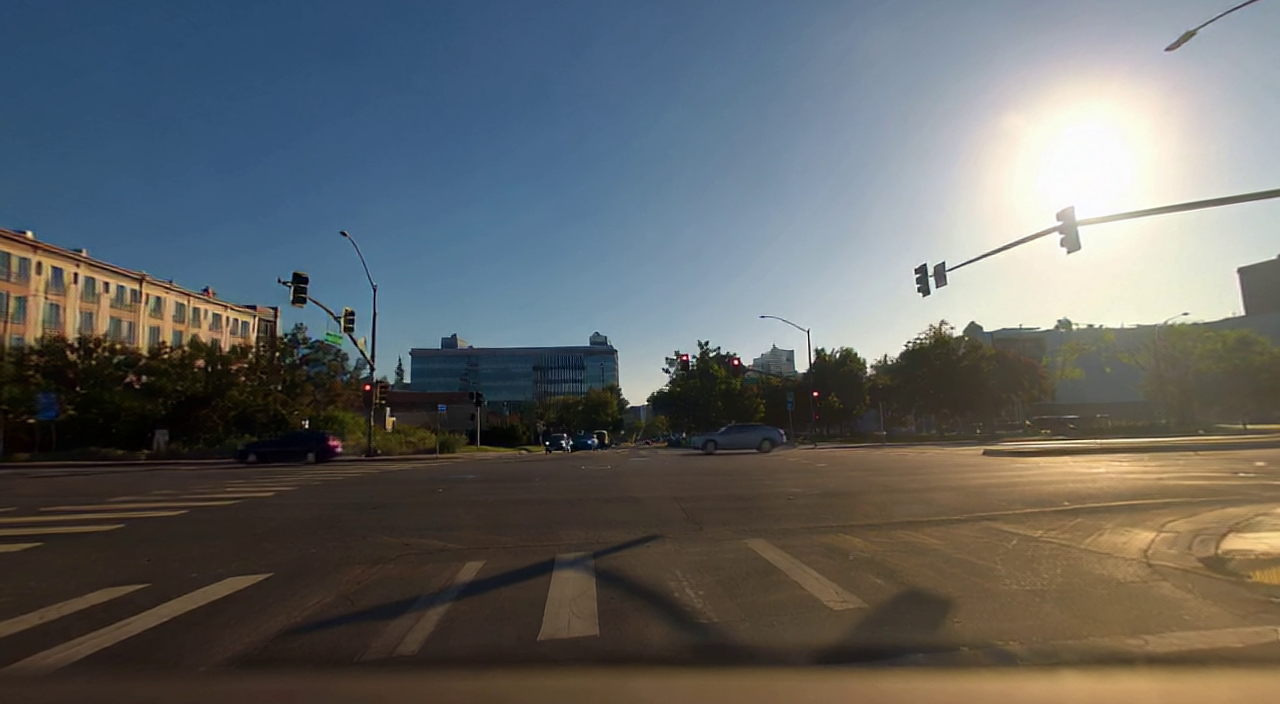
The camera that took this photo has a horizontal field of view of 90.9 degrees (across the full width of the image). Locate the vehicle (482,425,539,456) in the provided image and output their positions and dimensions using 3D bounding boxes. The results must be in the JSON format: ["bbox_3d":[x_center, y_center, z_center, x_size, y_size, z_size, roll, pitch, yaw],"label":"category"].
[{"bbox_3d":[-8.297,5.746,40.915,2.000,1.864,5.044,-1,-9,7],"label":"vehicle"}]

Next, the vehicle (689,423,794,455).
[{"bbox_3d":[4.731,4.092,29.694,4.510,1.431,1.884,1,-9,-8],"label":"vehicle"}]

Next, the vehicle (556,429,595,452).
[{"bbox_3d":[-4.397,6.168,43.767,1.919,1.467,4.086,-1,-9,5],"label":"vehicle"}]

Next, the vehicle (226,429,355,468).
[{"bbox_3d":[-14.960,4.159,27.239,4.407,1.569,1.859,1,-9,-10],"label":"vehicle"}]
